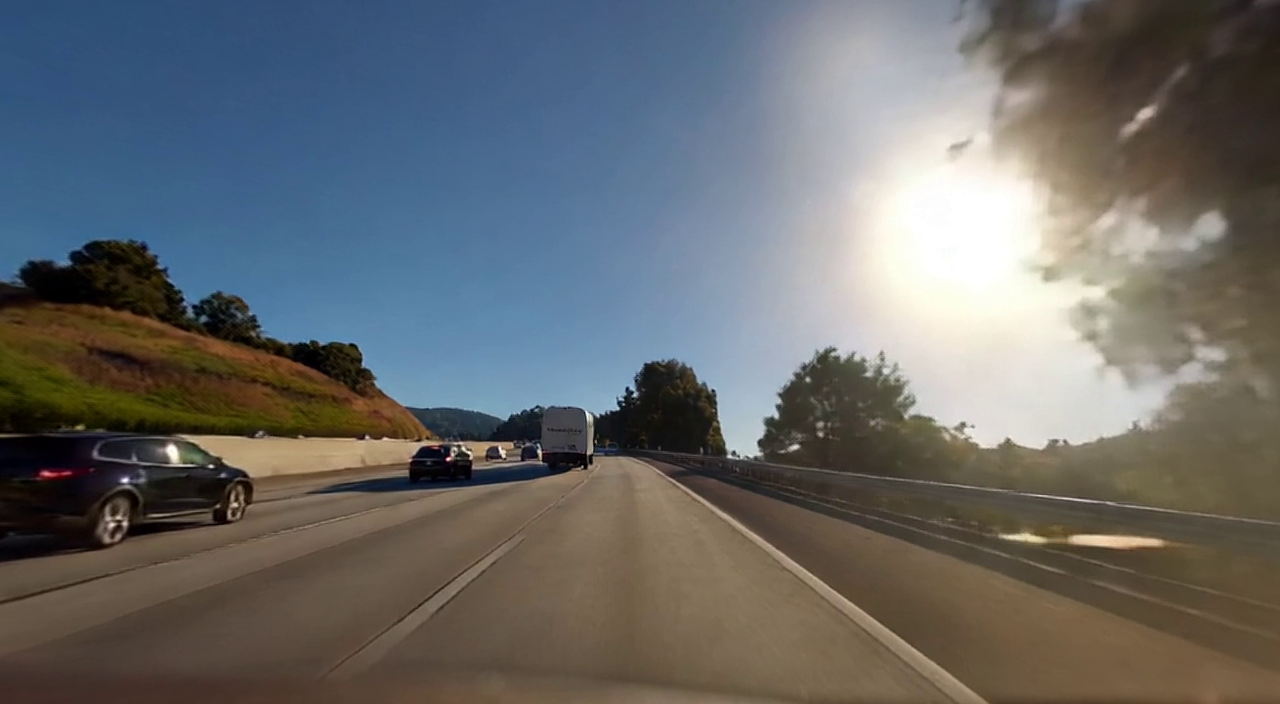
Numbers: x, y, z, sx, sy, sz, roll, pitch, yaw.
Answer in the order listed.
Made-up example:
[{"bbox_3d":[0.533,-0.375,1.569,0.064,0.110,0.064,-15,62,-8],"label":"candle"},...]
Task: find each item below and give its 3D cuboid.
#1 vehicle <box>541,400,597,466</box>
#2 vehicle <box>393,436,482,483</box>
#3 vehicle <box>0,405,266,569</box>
[{"bbox_3d":[-4.872,6.067,46.005,2.880,4.025,14.064,1,-9,-2],"label":"vehicle"},{"bbox_3d":[-7.951,4.262,25.237,2.099,1.644,4.638,0,-9,-1],"label":"vehicle"},{"bbox_3d":[-7.669,1.757,8.924,2.081,1.740,4.268,0,-9,-1],"label":"vehicle"}]
